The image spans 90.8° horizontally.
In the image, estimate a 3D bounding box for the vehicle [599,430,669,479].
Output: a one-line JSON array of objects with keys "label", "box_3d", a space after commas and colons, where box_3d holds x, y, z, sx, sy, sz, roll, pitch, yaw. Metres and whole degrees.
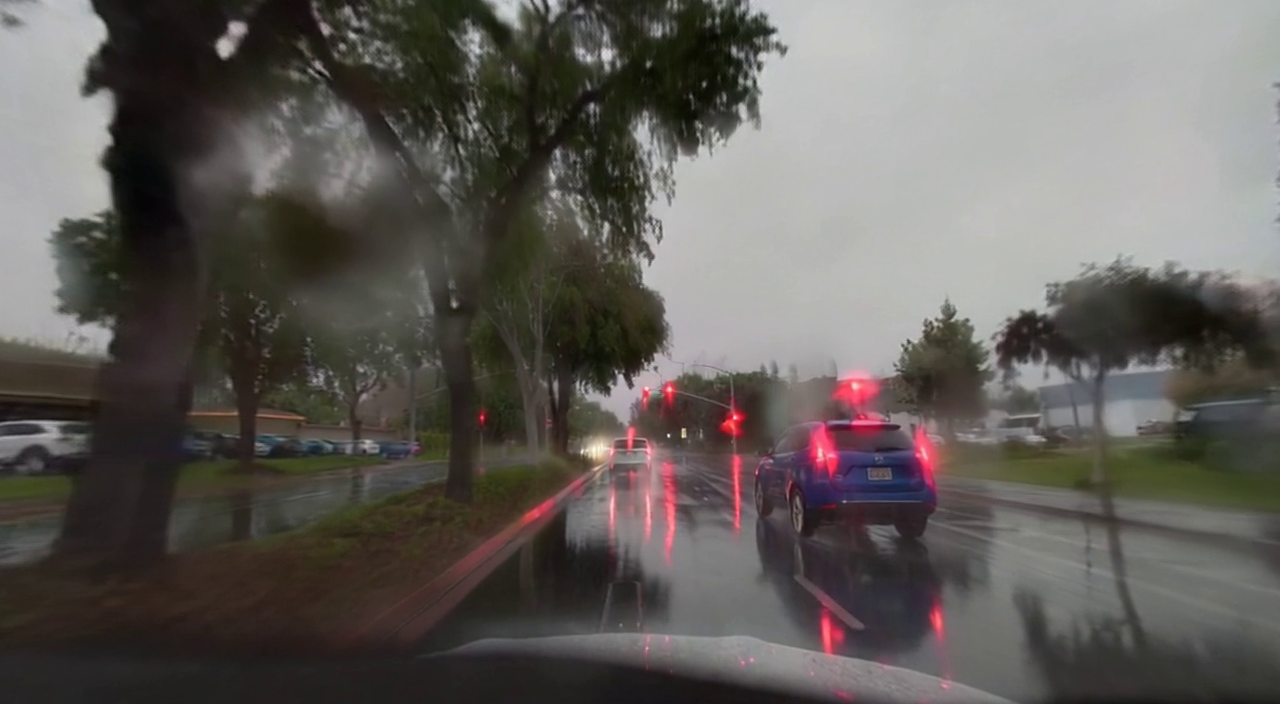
[{"label": "vehicle", "box_3d": [-0.209, 3.560, 22.129, 2.177, 1.512, 4.682, 0, -8, 0]}]

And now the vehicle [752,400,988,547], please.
[{"label": "vehicle", "box_3d": [3.180, 1.783, 9.897, 2.046, 1.768, 4.370, 0, -8, 0]}]

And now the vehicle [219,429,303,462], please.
[{"label": "vehicle", "box_3d": [-28.574, 7.023, 47.696, 5.285, 2.200, 2.387, 3, -9, -33]}]

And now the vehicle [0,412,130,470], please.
[{"label": "vehicle", "box_3d": [-23.425, 3.447, 23.966, 5.954, 1.965, 2.483, -2, -9, -1]}]
